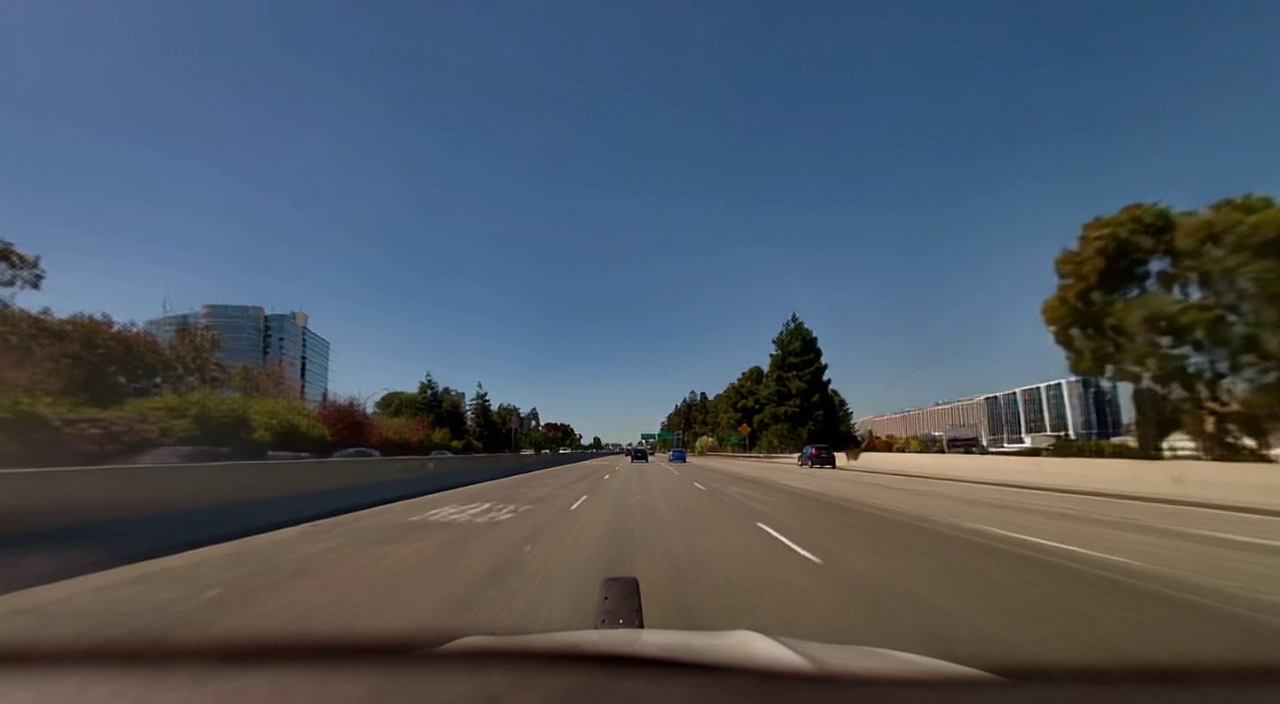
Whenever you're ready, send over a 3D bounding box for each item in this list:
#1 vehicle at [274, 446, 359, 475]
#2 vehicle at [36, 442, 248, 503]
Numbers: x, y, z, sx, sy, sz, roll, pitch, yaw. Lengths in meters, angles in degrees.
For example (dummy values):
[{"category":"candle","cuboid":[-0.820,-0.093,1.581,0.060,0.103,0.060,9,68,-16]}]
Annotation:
[{"category":"vehicle","cuboid":[-16.567,5.558,32.621,1.792,1.313,4.691,0,-8,2]},{"category":"vehicle","cuboid":[-14.160,3.410,18.510,1.990,1.479,5.124,0,-8,1]}]
